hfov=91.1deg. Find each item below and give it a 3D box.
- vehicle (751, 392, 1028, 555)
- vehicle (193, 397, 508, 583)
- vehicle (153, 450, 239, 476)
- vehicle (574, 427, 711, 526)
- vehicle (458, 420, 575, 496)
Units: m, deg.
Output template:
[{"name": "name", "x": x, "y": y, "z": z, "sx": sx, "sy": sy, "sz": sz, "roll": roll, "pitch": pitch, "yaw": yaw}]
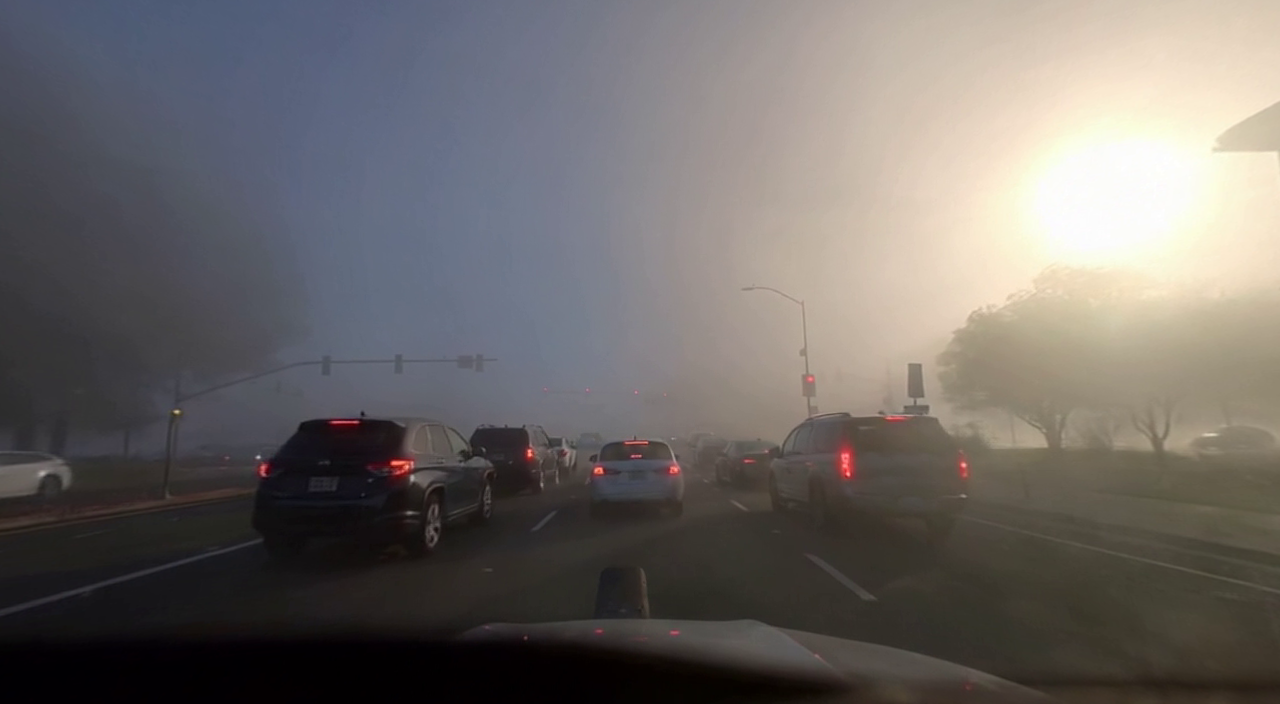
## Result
[{"name": "vehicle", "x": 3.246, "y": 1.715, "z": 9.514, "sx": 2.141, "sy": 1.833, "sz": 4.704, "roll": 0, "pitch": -8, "yaw": -2}, {"name": "vehicle", "x": -3.142, "y": 1.587, "z": 8.013, "sx": 1.912, "sy": 1.703, "sz": 4.261, "roll": 0, "pitch": -8, "yaw": 1}, {"name": "vehicle", "x": -32.312, "y": 8.038, "z": 45.715, "sx": 5.234, "sy": 1.767, "sz": 2.028, "roll": -2, "pitch": -9, "yaw": 13}, {"name": "vehicle", "x": 0.029, "y": 2.136, "z": 11.317, "sx": 2.021, "sy": 1.461, "sz": 3.862, "roll": 0, "pitch": -8, "yaw": 0}, {"name": "vehicle", "x": -3.165, "y": 2.849, "z": 17.234, "sx": 2.117, "sy": 1.772, "sz": 4.619, "roll": 0, "pitch": -8, "yaw": 2}]
